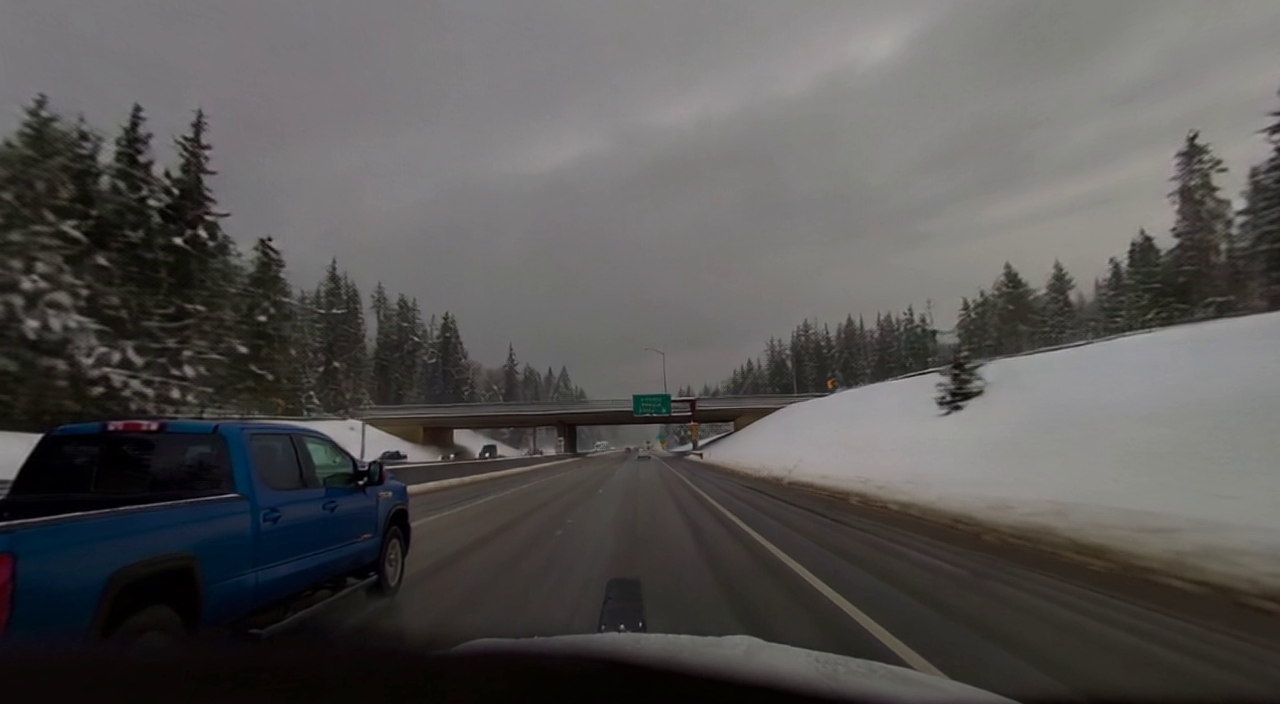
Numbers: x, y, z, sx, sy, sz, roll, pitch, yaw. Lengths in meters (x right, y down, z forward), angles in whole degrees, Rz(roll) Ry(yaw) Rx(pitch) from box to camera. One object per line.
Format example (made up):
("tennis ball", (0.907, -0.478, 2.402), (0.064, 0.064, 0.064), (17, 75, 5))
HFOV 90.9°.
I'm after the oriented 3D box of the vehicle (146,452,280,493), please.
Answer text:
("vehicle", (-23.356, 6.566, 35.011), (2.630, 1.897, 6.749), (0, -8, 1))
